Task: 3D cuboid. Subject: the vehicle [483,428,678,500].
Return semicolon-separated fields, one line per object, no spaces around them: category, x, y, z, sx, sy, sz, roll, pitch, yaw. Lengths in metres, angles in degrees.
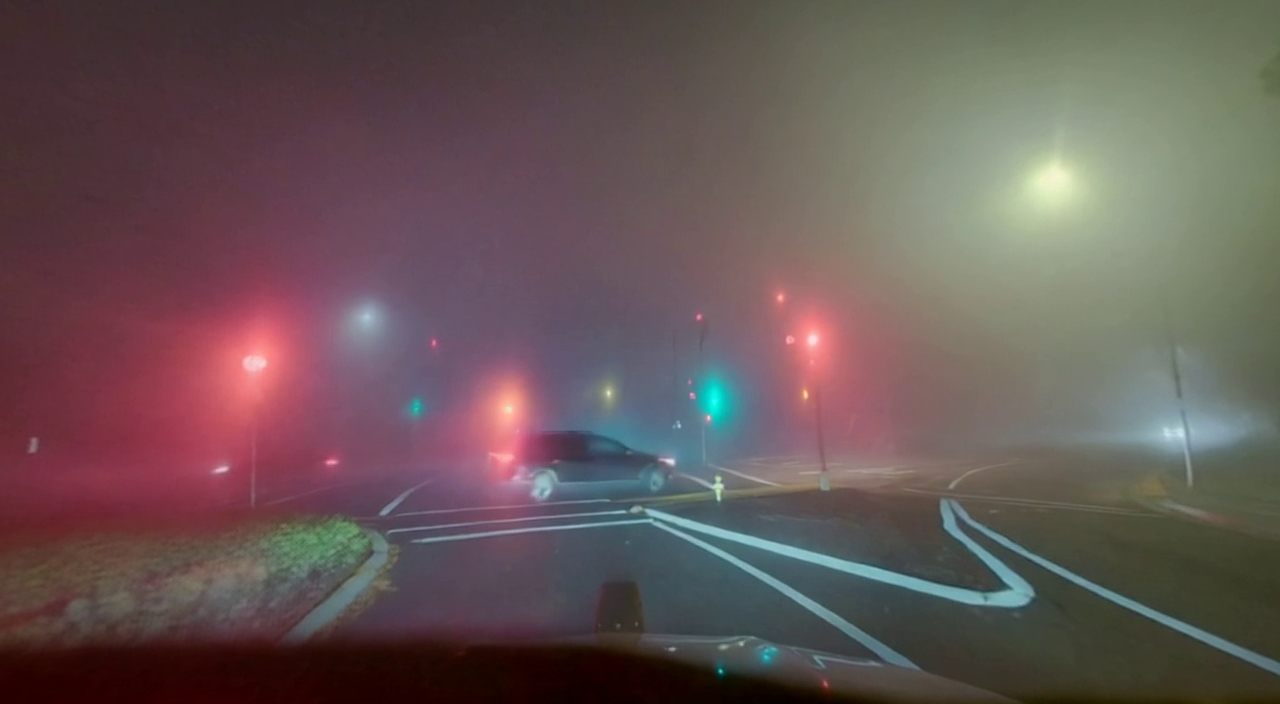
vehicle;-1.508;2.814;16.269;4.545;1.602;2.014;4;-10;-27

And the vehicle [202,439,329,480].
vehicle;-16.359;4.697;27.892;4.602;1.667;1.933;4;-9;-26
